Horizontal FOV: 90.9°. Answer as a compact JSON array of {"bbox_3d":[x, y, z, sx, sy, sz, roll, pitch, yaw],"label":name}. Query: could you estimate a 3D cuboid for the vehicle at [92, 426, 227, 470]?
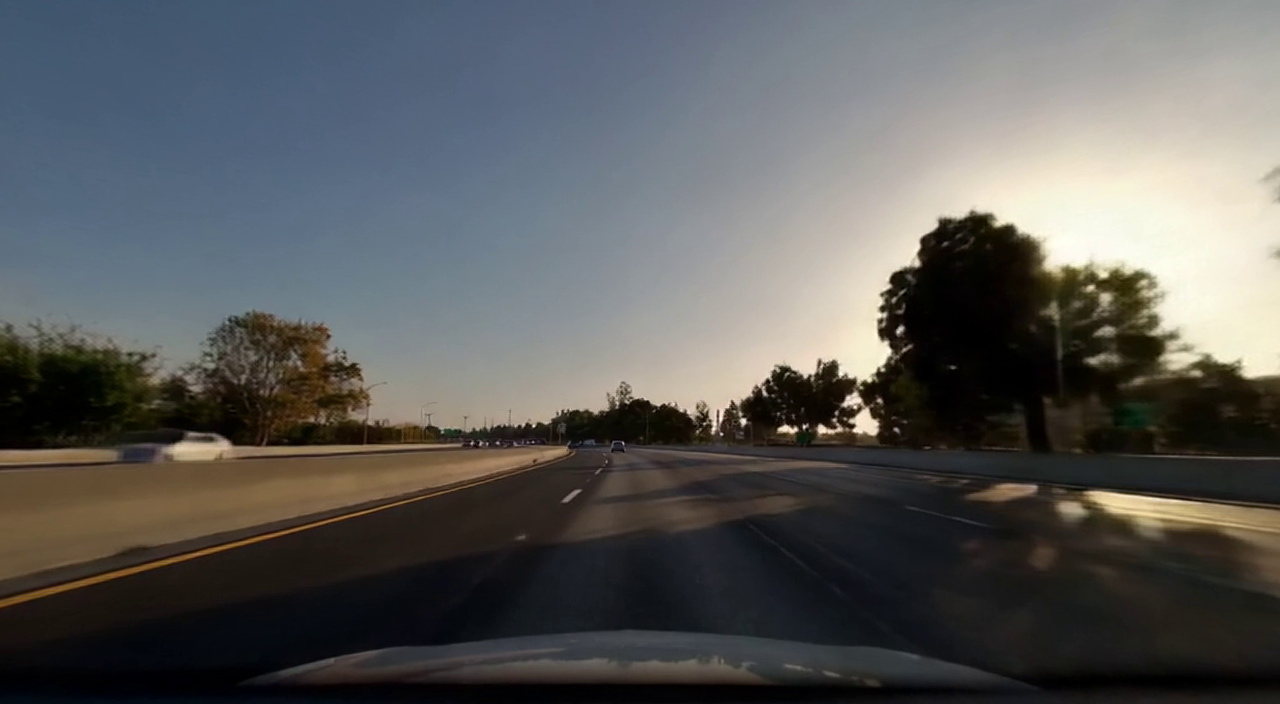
[{"bbox_3d":[-21.062,4.237,27.978,2.173,1.742,4.918,0,-8,-1],"label":"vehicle"}]
